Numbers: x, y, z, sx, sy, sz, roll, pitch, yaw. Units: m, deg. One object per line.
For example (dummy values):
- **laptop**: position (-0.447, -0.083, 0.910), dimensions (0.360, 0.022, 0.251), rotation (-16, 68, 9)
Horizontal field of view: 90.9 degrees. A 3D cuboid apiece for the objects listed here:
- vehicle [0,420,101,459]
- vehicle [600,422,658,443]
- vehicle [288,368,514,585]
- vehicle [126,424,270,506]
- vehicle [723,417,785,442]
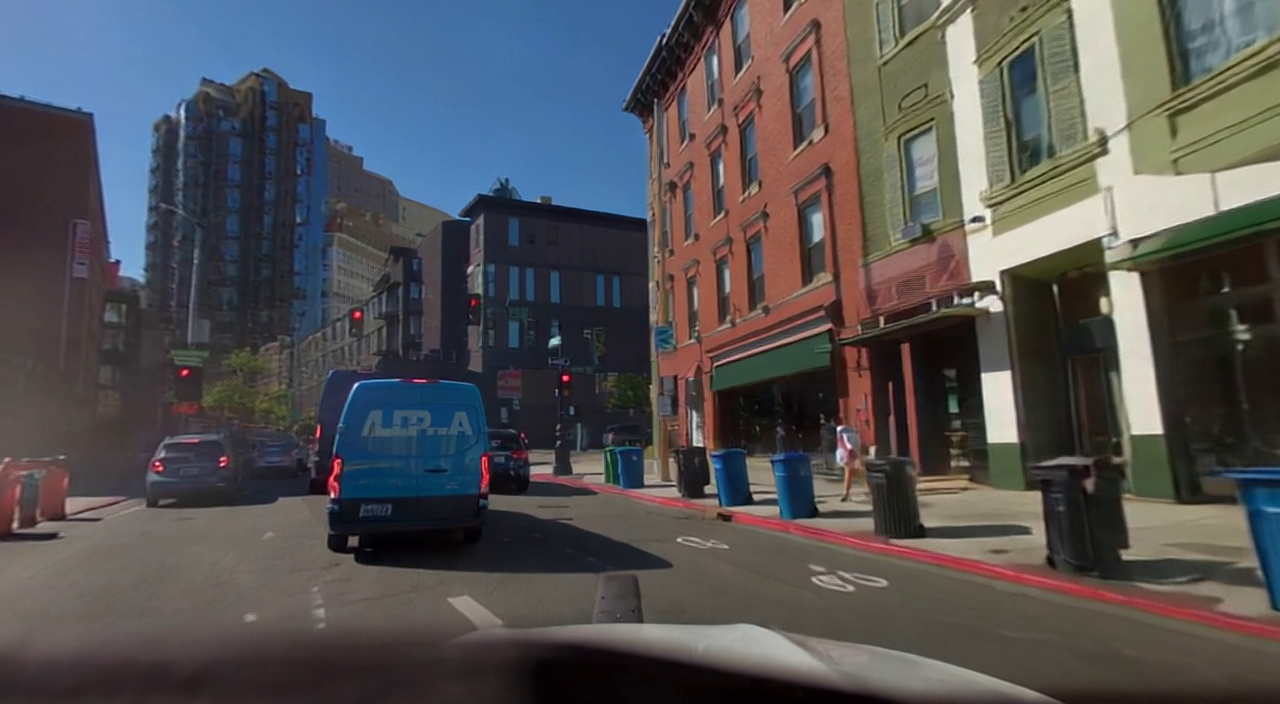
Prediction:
- **vehicle**: position (-26.229, 3.813, 27.474), dimensions (3.846, 1.616, 1.840), rotation (5, -9, -35)
- **vehicle**: position (-0.792, 5.873, 45.835), dimensions (3.885, 1.449, 1.757), rotation (4, -9, -26)
- **vehicle**: position (-3.105, 1.408, 7.948), dimensions (1.951, 1.907, 4.266), rotation (4, -9, -25)
- **vehicle**: position (-9.076, 2.288, 13.259), dimensions (1.841, 1.461, 3.426), rotation (4, -9, -25)
- **vehicle**: position (7.899, 5.367, 43.426), dimensions (4.020, 1.572, 1.718), rotation (6, -10, -30)
